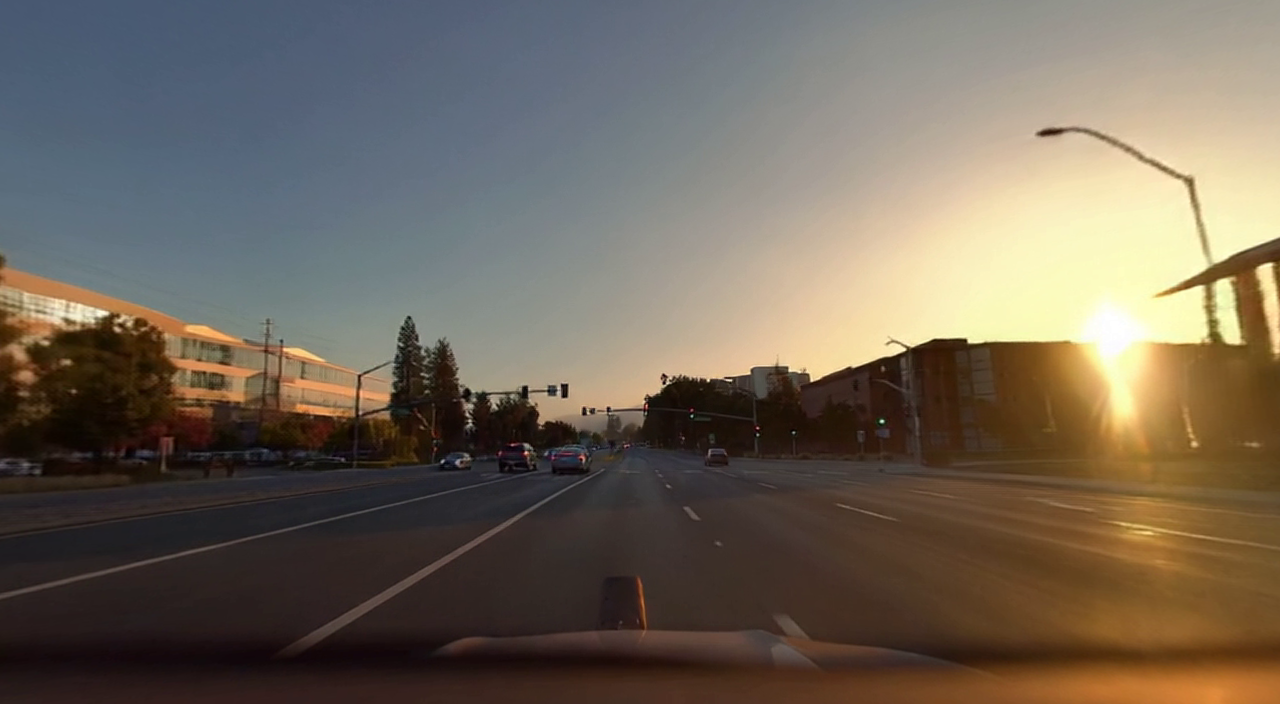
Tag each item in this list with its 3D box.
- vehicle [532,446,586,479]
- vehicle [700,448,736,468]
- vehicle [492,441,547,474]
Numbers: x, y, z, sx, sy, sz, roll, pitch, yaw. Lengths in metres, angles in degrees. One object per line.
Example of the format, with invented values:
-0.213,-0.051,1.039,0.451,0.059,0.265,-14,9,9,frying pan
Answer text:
-3.815,5.284,30.500,2.018,1.463,4.603,0,-9,0,vehicle
6.094,8.329,49.900,2.187,1.475,4.529,0,-9,-2,vehicle
-7.276,6.429,38.769,2.185,1.810,5.589,0,-8,1,vehicle
